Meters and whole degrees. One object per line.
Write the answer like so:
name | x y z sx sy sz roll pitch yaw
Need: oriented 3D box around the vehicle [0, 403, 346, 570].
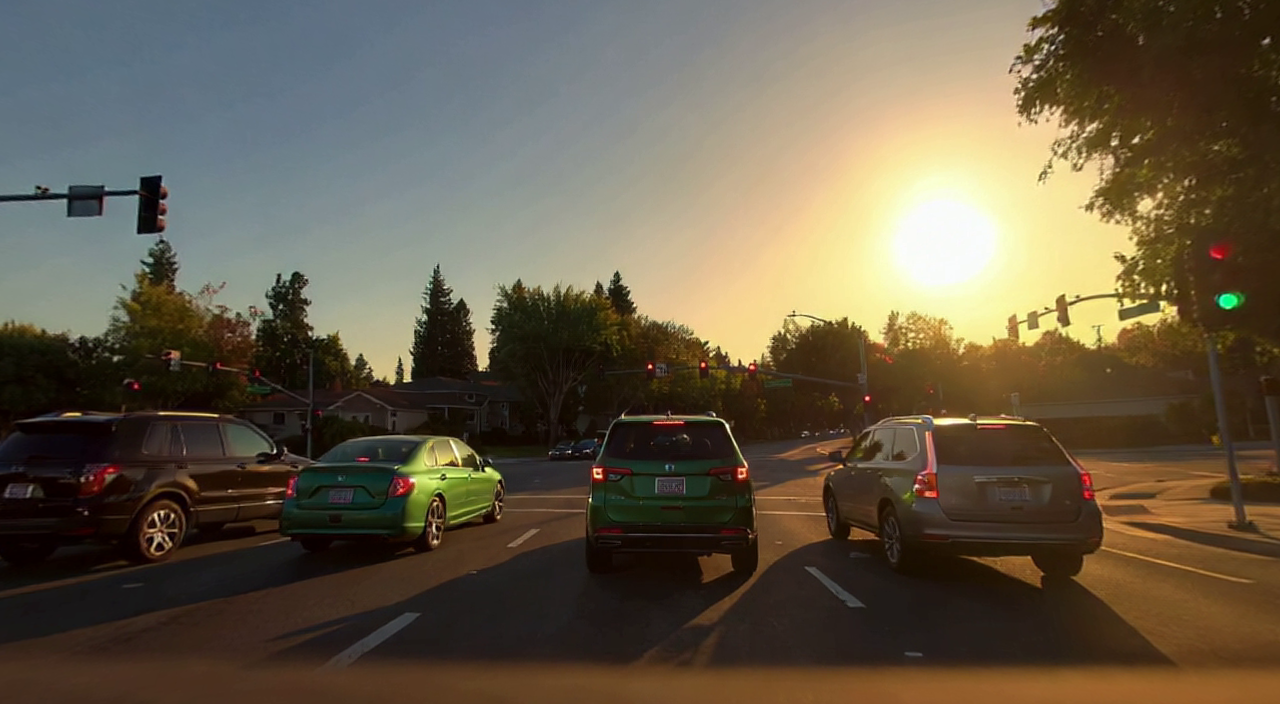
vehicle | -6.638 1.821 9.341 2.075 1.796 4.785 0 -8 2

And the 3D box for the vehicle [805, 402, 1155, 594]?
vehicle | 3.525 1.590 7.748 2.047 1.638 4.395 -1 -8 4

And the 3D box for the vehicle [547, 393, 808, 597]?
vehicle | 0.393 1.519 7.495 2.198 1.708 4.170 0 -8 2

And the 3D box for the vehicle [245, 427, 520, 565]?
vehicle | -3.241 1.889 9.107 1.885 1.475 4.359 -1 -8 4
